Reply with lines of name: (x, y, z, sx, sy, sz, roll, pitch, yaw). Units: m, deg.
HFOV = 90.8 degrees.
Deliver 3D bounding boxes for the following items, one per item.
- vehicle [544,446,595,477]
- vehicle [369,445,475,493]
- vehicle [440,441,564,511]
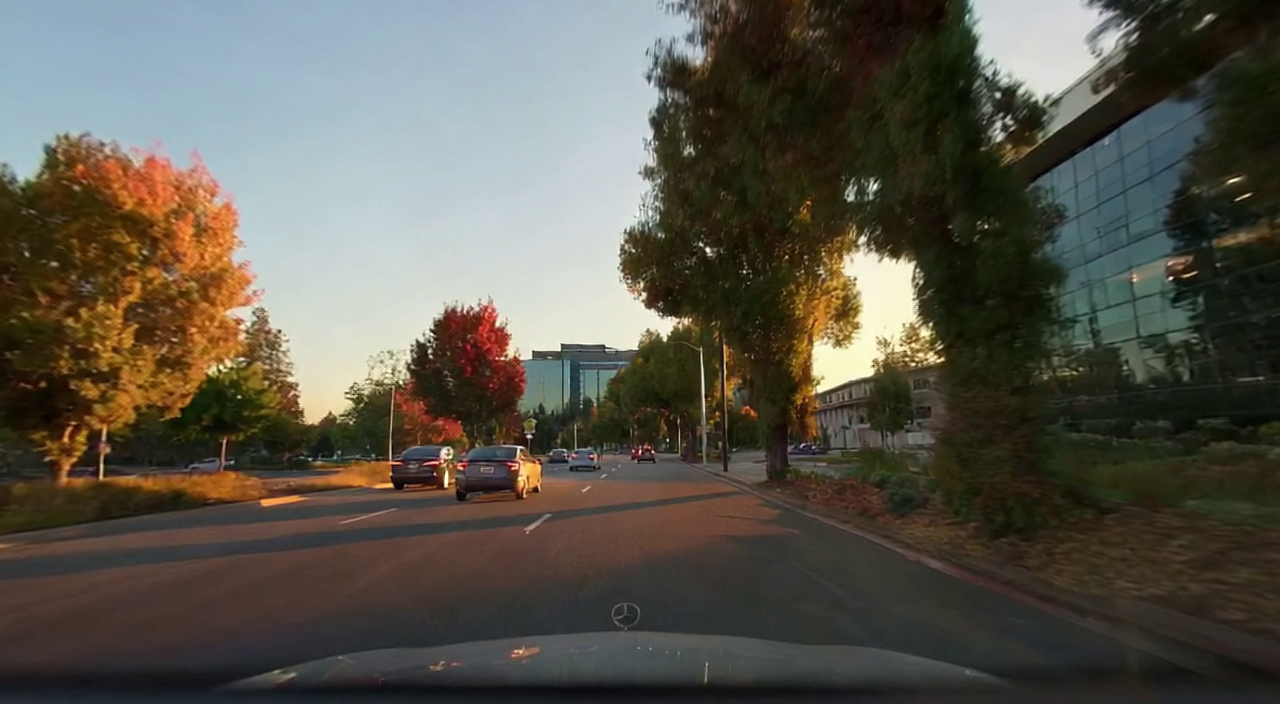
vehicle: (-3.446, 5.433, 31.647, 1.971, 1.414, 4.317, 0, -9, 2)
vehicle: (-7.532, 4.061, 22.441, 1.976, 1.497, 4.709, 0, -9, 2)
vehicle: (-3.250, 3.012, 15.956, 2.011, 1.483, 4.596, 0, -9, 1)
